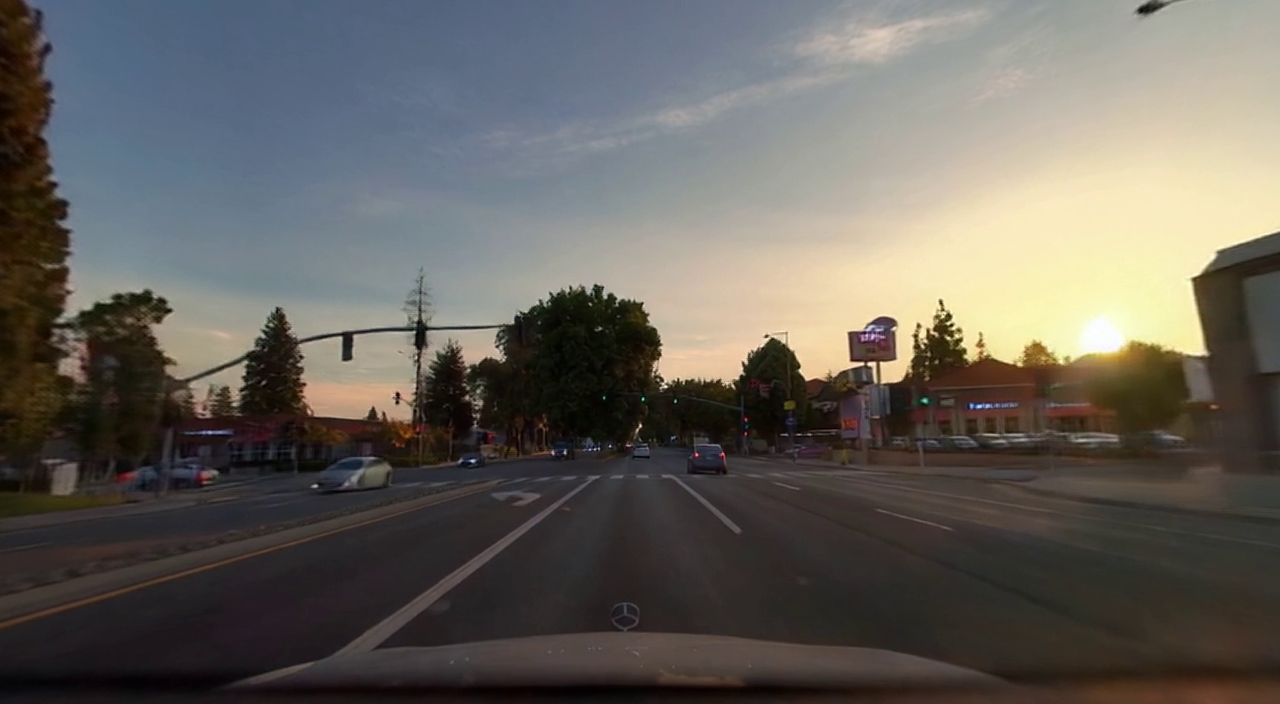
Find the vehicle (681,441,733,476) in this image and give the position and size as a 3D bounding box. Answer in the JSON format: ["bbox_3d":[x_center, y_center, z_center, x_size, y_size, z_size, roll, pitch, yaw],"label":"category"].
[{"bbox_3d":[3.286,5.316,31.817,2.022,1.643,4.326,0,-9,-2],"label":"vehicle"}]

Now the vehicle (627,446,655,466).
[{"bbox_3d":[0.029,8.192,49.855,2.135,1.468,4.076,0,-9,-1],"label":"vehicle"}]

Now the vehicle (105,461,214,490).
[{"bbox_3d":[-30.657,7.881,40.450,5.007,1.652,2.378,0,-9,-1],"label":"vehicle"}]

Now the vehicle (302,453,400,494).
[{"bbox_3d":[-11.722,4.941,26.027,1.891,1.481,4.533,0,-9,0],"label":"vehicle"}]
